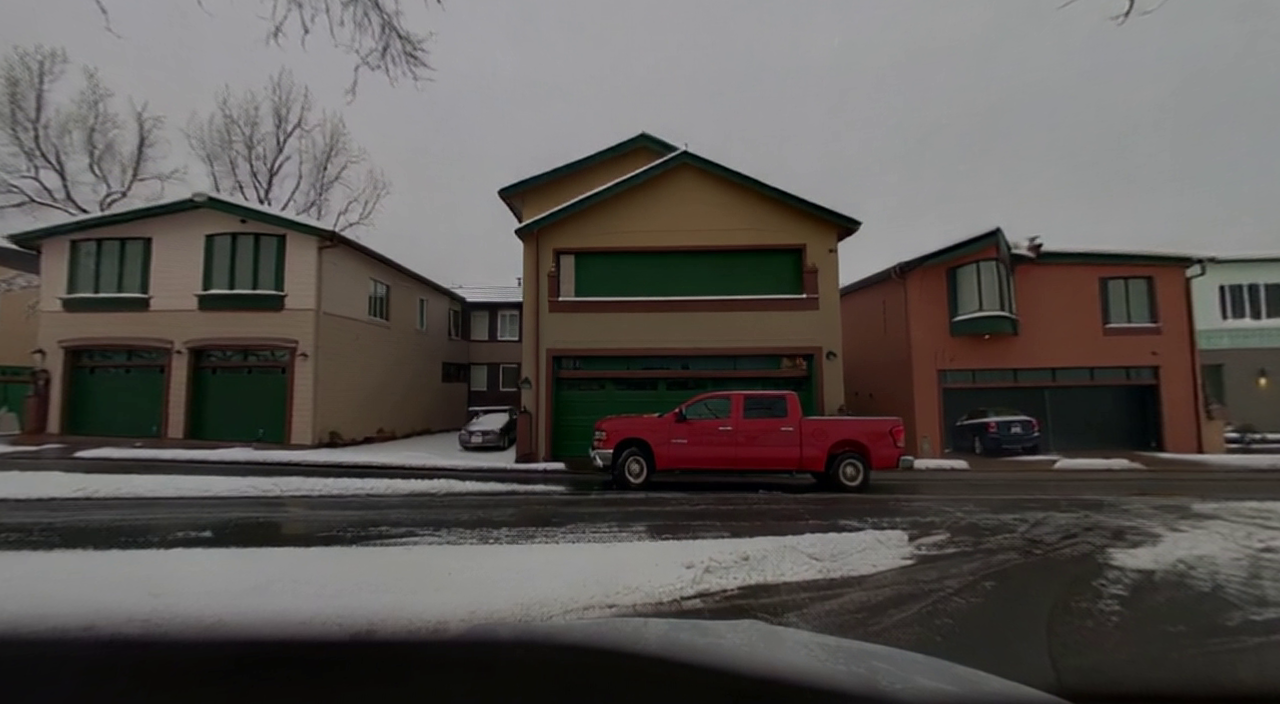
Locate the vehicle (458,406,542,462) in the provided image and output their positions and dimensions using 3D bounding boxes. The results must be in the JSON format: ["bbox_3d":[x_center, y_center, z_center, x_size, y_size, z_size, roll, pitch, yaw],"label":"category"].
[{"bbox_3d":[-4.627,2.705,21.453,1.869,1.460,3.826,-4,-2,1],"label":"vehicle"}]

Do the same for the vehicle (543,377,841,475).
[{"bbox_3d":[0.989,1.542,13.046,5.600,1.835,2.161,0,-8,1],"label":"vehicle"}]

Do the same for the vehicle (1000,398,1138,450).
[{"bbox_3d":[15.851,2.711,23.464,3.770,1.496,1.951,5,-9,2],"label":"vehicle"}]
